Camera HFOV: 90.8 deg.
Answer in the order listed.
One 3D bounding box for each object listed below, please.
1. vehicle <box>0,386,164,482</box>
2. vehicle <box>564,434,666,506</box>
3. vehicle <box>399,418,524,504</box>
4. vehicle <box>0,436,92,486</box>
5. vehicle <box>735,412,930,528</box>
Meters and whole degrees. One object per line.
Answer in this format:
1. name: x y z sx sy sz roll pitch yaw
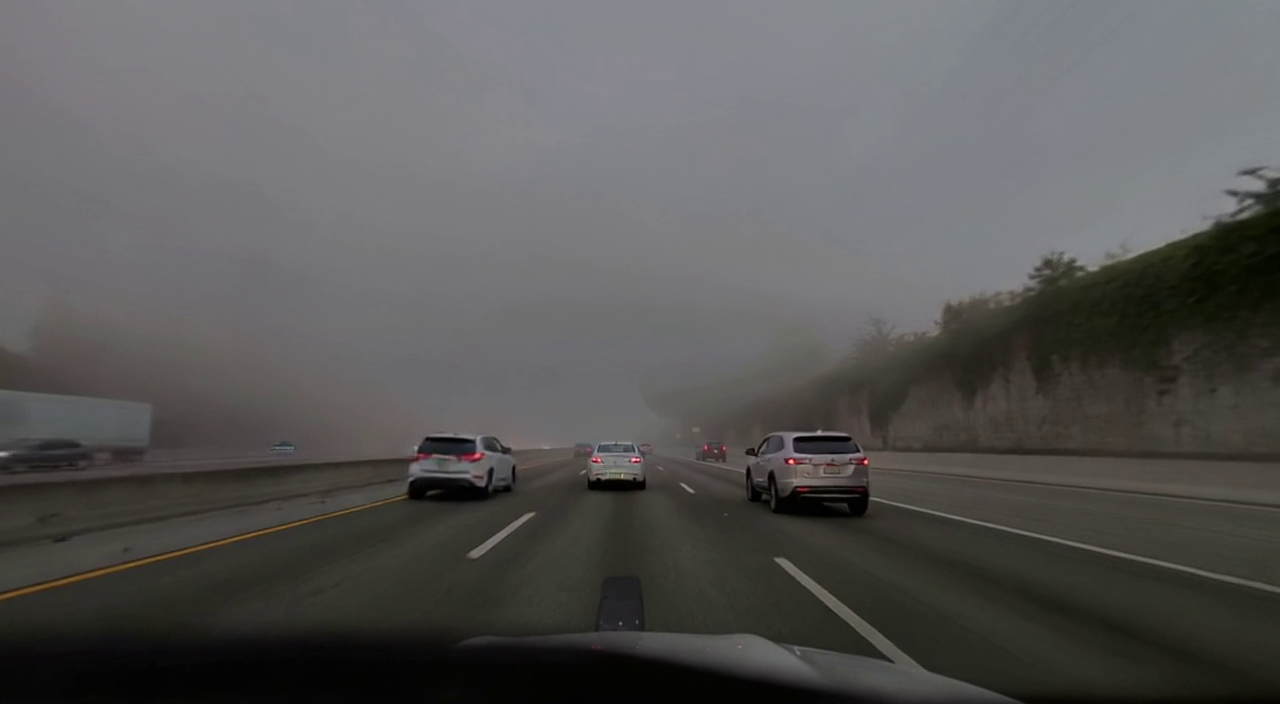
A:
1. vehicle: -26.744 3.541 26.929 2.809 3.756 13.707 0 -8 -3
2. vehicle: -0.577 2.732 15.084 2.098 1.475 3.997 0 -8 -2
3. vehicle: -4.536 2.842 16.925 1.983 1.948 4.822 0 -8 -1
4. vehicle: -22.031 3.799 22.211 1.839 1.607 4.151 0 -8 -2
5. vehicle: 3.396 2.203 12.357 2.162 1.800 4.693 0 -8 -2
